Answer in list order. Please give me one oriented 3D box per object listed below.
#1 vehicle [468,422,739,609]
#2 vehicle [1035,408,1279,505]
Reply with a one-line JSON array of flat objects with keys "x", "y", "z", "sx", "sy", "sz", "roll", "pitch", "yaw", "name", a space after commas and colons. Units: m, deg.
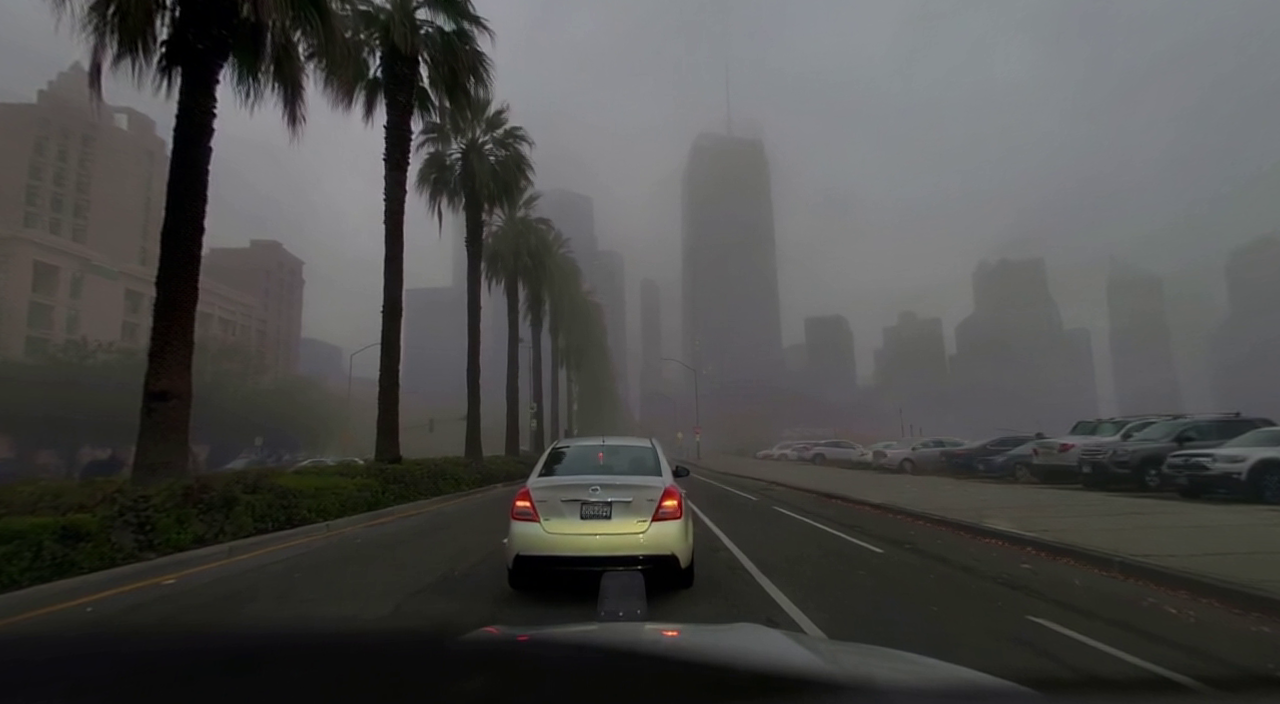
[{"x": -0.286, "y": 1.642, "z": 7.204, "sx": 2.235, "sy": 1.528, "sz": 3.876, "roll": 0, "pitch": -9, "yaw": 0, "name": "vehicle"}, {"x": 12.903, "y": 2.423, "z": 14.924, "sx": 5.301, "sy": 1.962, "sz": 2.431, "roll": -3, "pitch": -8, "yaw": 4, "name": "vehicle"}]
